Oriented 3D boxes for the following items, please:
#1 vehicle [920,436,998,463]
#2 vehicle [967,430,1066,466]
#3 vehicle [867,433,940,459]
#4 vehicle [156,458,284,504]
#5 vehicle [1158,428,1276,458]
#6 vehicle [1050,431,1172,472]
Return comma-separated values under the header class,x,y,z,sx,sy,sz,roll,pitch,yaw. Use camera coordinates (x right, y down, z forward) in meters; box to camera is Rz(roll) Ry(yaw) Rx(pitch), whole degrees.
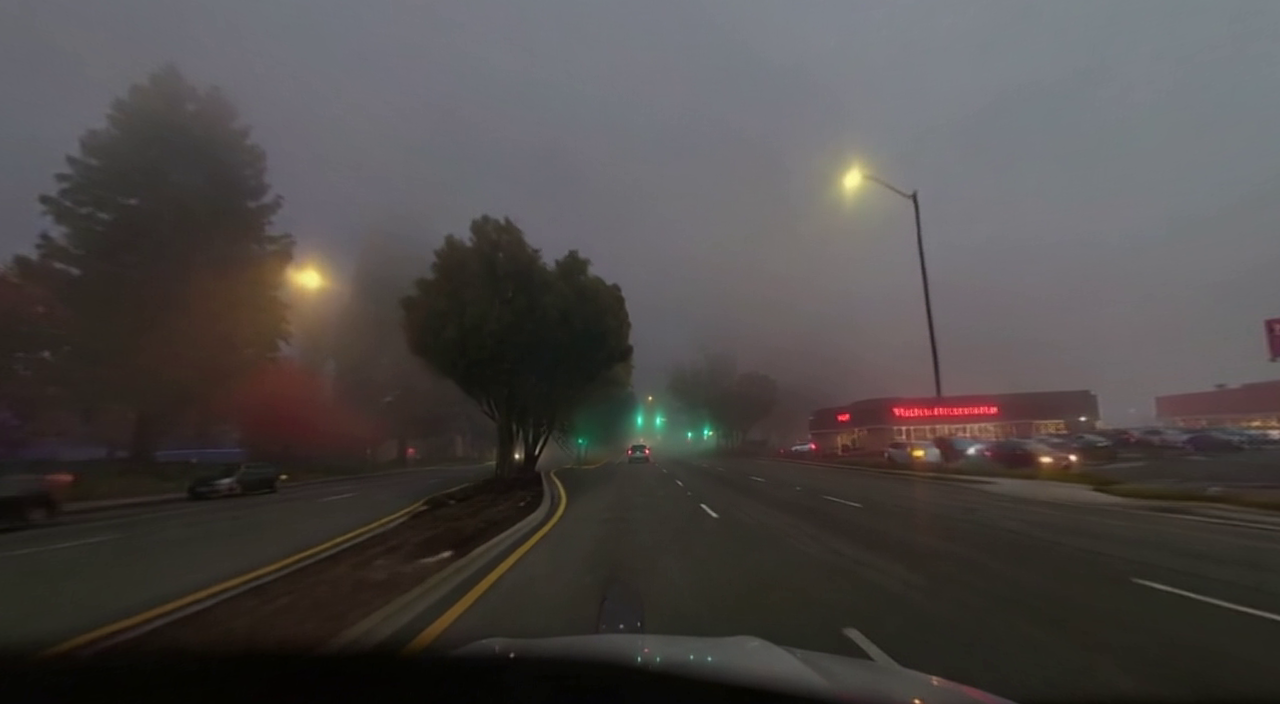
class,x,y,z,sx,sy,sz,roll,pitch,yaw
vehicle,19.413,5.917,38.469,4.238,1.561,1.922,4,-9,-25
vehicle,19.158,4.860,32.123,4.630,1.704,2.063,4,-10,-27
vehicle,20.091,7.169,48.185,5.072,1.887,2.189,4,-9,-24
vehicle,-16.777,5.129,25.552,1.888,1.591,4.431,-1,-8,4
vehicle,31.757,5.035,34.872,4.446,1.560,1.943,-1,-8,2
vehicle,19.331,4.053,25.908,4.731,1.535,2.079,4,-10,-28
